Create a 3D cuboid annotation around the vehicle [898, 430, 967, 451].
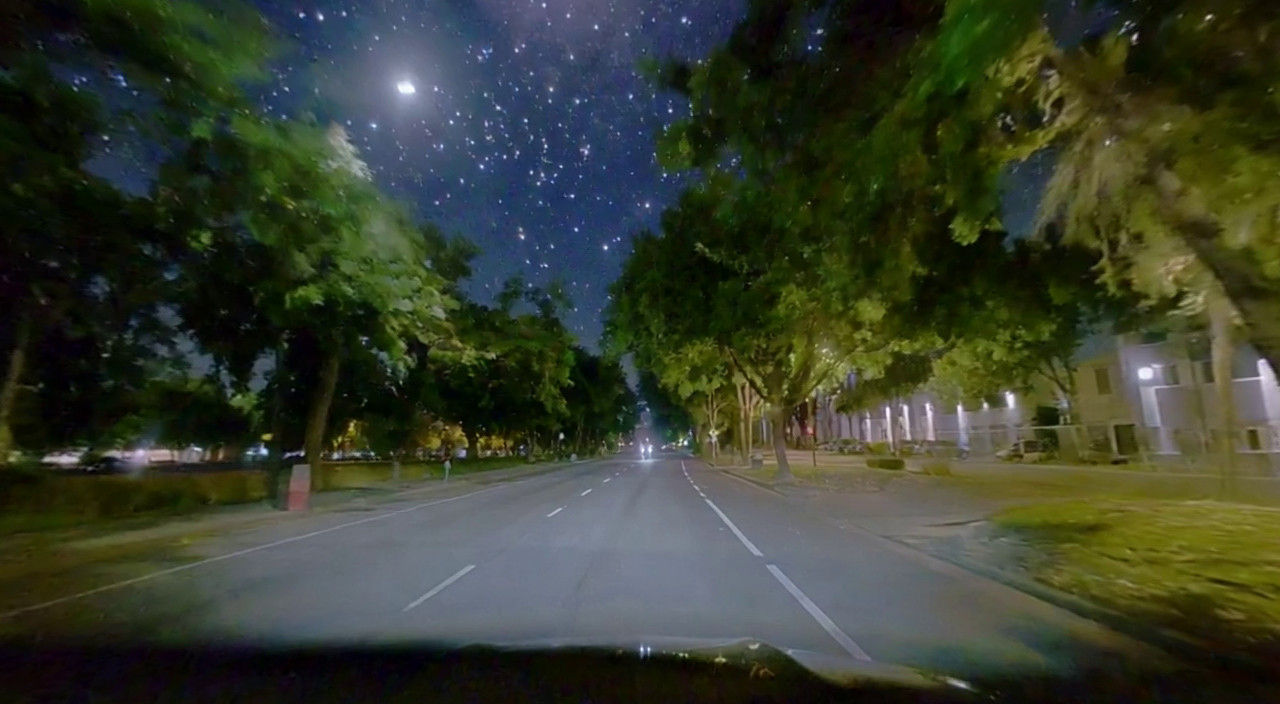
[{"bbox_3d":[22.228,6.741,48.116,4.293,1.473,1.843,-1,-7,3],"label":"vehicle"}]
